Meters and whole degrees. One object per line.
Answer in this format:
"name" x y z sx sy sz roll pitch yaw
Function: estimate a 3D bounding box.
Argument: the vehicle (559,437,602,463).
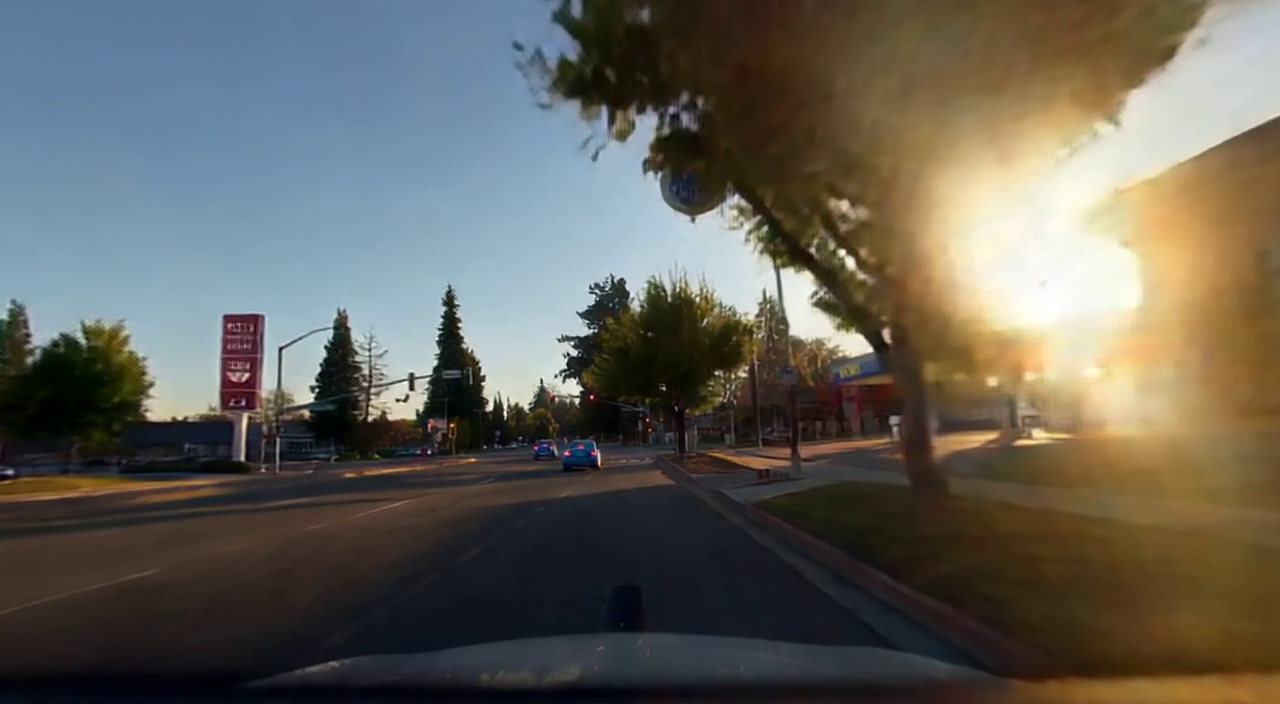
"vehicle" -3.501 5.877 38.100 2.054 1.449 4.772 0 -8 0

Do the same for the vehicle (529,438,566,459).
"vehicle" -6.737 7.074 46.429 1.966 1.439 4.161 0 -8 2
